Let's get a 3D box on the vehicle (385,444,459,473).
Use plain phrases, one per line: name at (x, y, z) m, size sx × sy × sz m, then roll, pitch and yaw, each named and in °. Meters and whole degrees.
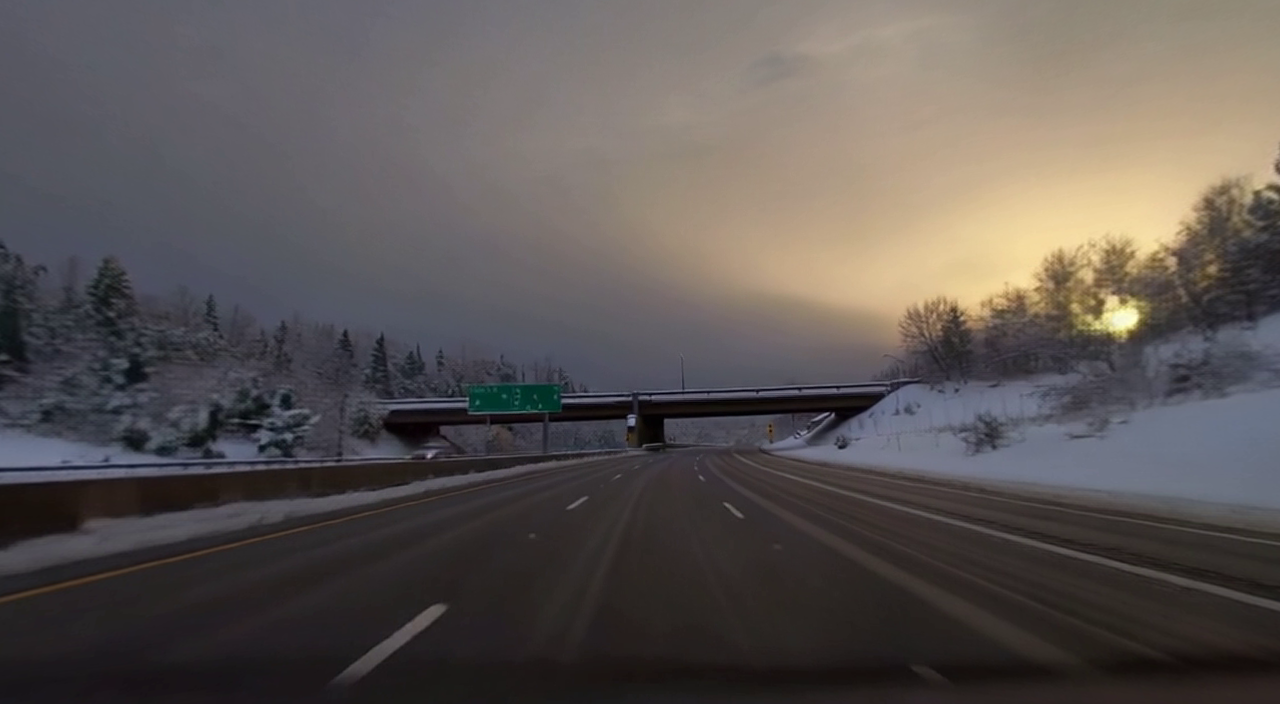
vehicle at (-14.313, 7.017, 41.880) m, size 2.310 × 1.742 × 5.997 m, roll -1°, pitch -9°, yaw 5°
